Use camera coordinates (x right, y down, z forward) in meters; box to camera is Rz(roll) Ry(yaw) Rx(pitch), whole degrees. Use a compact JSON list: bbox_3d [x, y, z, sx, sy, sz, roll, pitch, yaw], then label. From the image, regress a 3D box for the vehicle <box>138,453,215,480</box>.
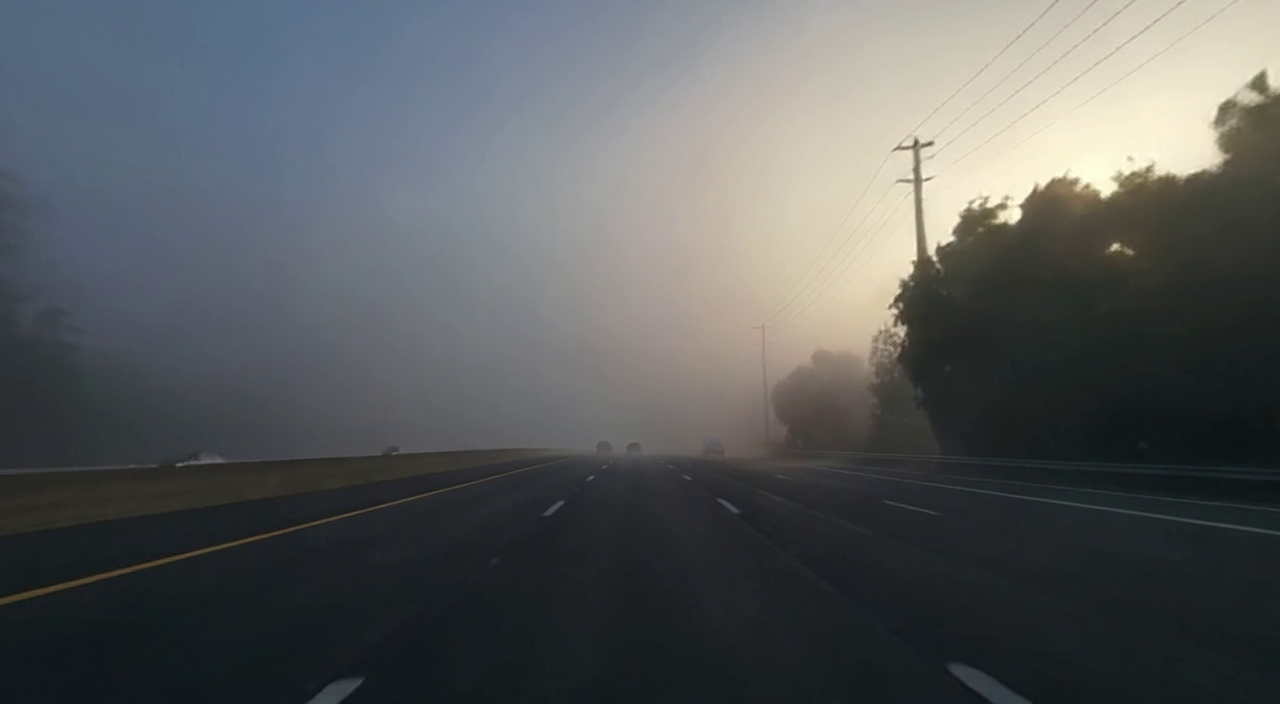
[{"bbox_3d":[-28.420,7.025,38.911,1.755,1.484,3.979,0,-9,-1],"label":"vehicle"}]
